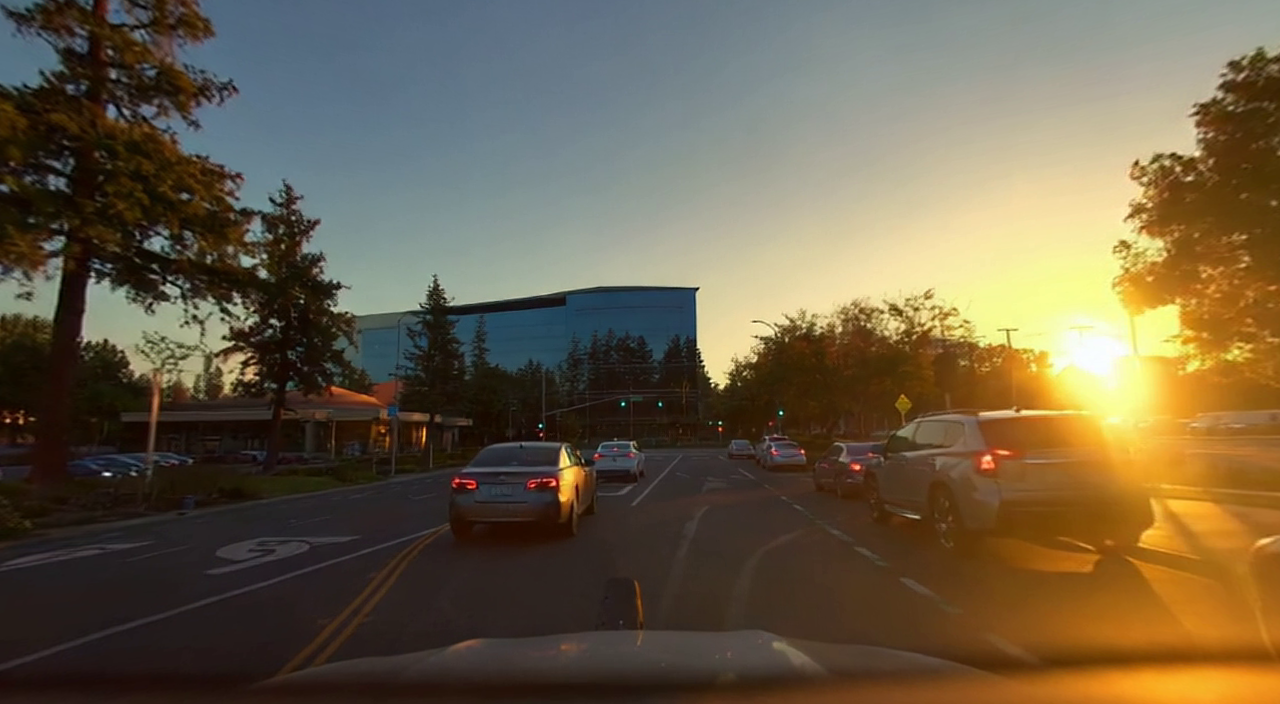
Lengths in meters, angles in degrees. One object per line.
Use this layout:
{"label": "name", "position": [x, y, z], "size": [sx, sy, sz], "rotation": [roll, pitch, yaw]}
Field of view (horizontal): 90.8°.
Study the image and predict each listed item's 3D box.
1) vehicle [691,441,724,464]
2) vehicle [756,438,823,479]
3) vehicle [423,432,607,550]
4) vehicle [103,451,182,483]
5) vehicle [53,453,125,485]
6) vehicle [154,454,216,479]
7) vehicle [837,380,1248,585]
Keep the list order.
{"label": "vehicle", "position": [4.545, 6.860, 43.296], "size": [2.095, 1.473, 4.301], "rotation": [-1, -8, 4]}
{"label": "vehicle", "position": [5.852, 4.207, 25.283], "size": [1.910, 1.493, 4.490], "rotation": [-1, -8, 4]}
{"label": "vehicle", "position": [-1.715, 2.097, 10.281], "size": [1.968, 1.497, 4.286], "rotation": [0, -8, 2]}
{"label": "vehicle", "position": [-27.575, 6.320, 34.978], "size": [4.127, 1.583, 1.978], "rotation": [-5, -10, 31]}
{"label": "vehicle", "position": [-28.018, 5.899, 32.101], "size": [3.865, 1.499, 1.804], "rotation": [-6, -10, 36]}
{"label": "vehicle", "position": [-27.042, 6.766, 37.533], "size": [3.527, 1.390, 1.681], "rotation": [-5, -10, 32]}
{"label": "vehicle", "position": [4.672, 1.644, 8.858], "size": [2.324, 1.907, 5.634], "rotation": [-1, -8, 4]}
